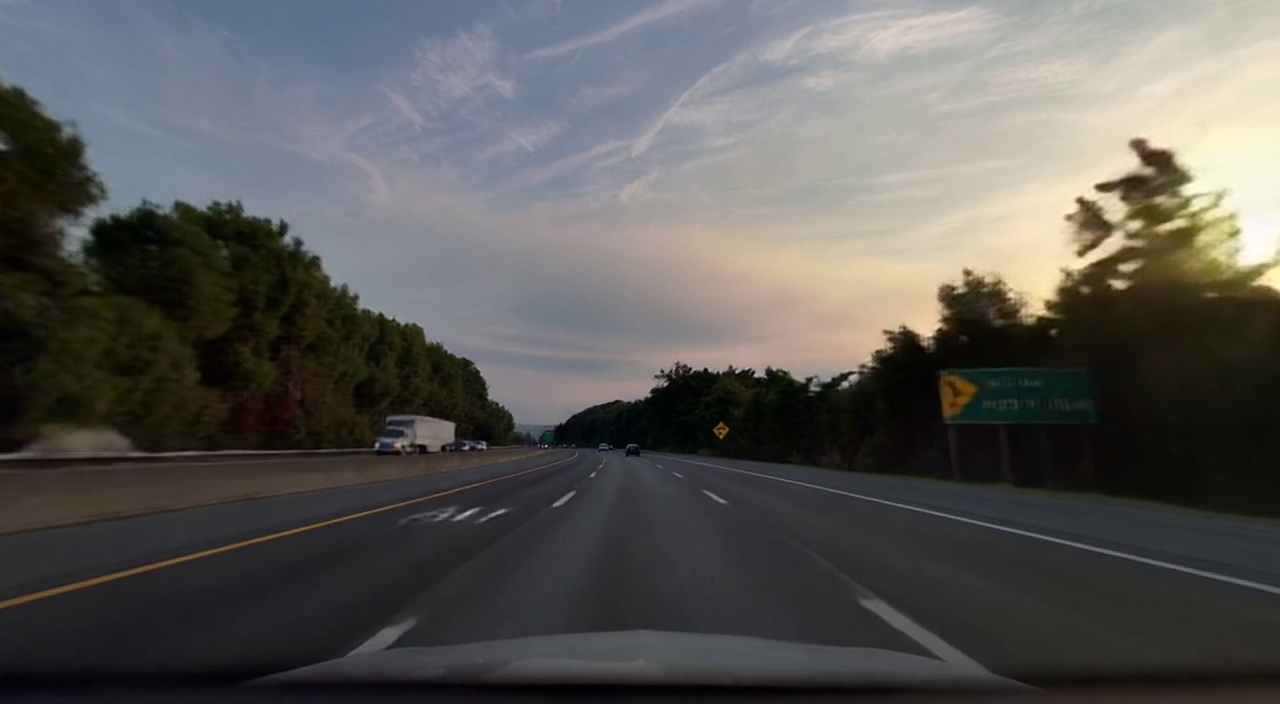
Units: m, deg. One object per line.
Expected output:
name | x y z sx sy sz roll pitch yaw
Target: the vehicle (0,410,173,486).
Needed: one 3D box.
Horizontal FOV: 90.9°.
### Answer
vehicle | -16.382 2.734 17.964 2.224 1.830 5.147 0 -9 -1
